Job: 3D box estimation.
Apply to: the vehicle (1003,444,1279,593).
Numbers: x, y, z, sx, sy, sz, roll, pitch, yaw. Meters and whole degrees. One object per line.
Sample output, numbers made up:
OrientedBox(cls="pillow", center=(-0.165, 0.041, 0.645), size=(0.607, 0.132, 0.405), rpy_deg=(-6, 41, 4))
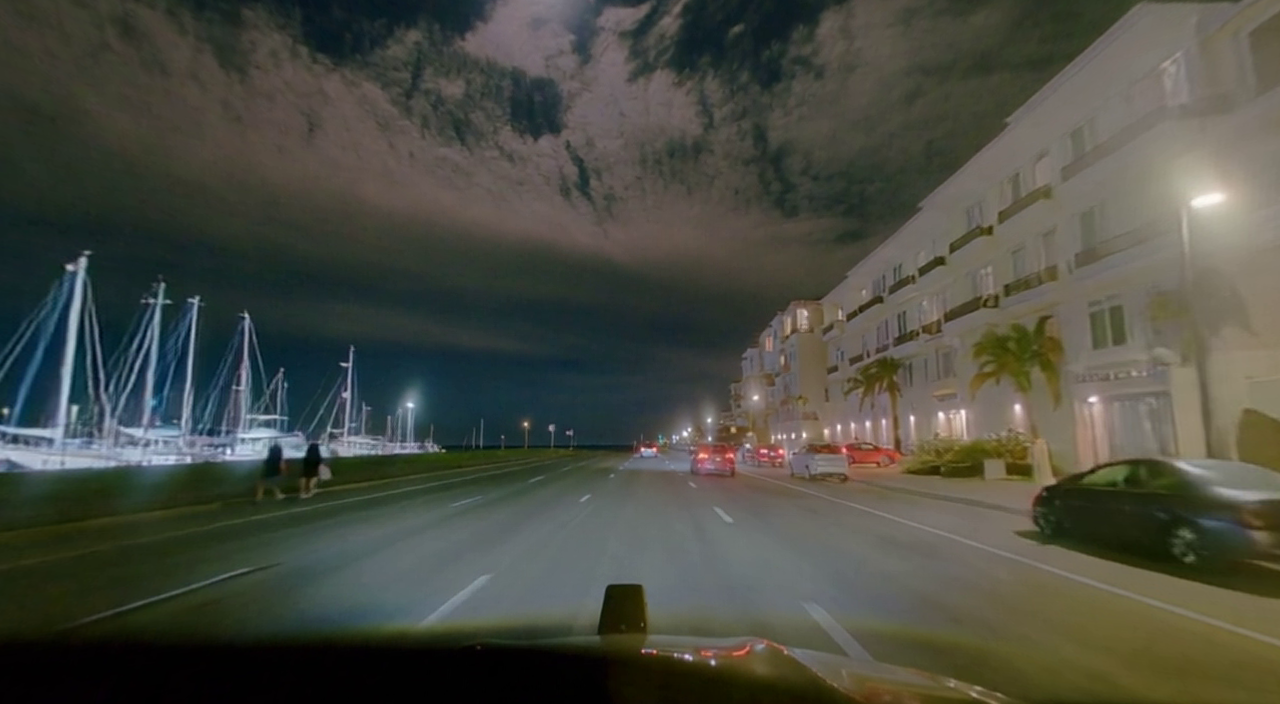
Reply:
OrientedBox(cls="vehicle", center=(7.415, 2.057, 8.765), size=(2.112, 1.514, 4.371), rpy_deg=(0, -9, 0))

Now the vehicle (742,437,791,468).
OrientedBox(cls="vehicle", center=(8.226, 6.551, 41.371), size=(2.056, 1.896, 5.062), rpy_deg=(0, -9, -1))

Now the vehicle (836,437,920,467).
OrientedBox(cls="vehicle", center=(14.835, 6.231, 39.386), size=(4.406, 1.783, 2.020), rpy_deg=(0, -8, -3))

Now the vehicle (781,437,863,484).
OrientedBox(cls="vehicle", center=(7.457, 4.493, 26.361), size=(2.029, 1.750, 4.825), rpy_deg=(0, -9, 1))

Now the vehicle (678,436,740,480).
OrientedBox(cls="vehicle", center=(2.727, 4.326, 25.879), size=(2.047, 1.640, 4.051), rpy_deg=(0, -9, 0))

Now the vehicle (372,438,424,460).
OrientedBox(cls="vehicle", center=(-17.677, 7.144, 46.317), size=(1.840, 1.522, 4.695), rpy_deg=(-1, -9, 2))
